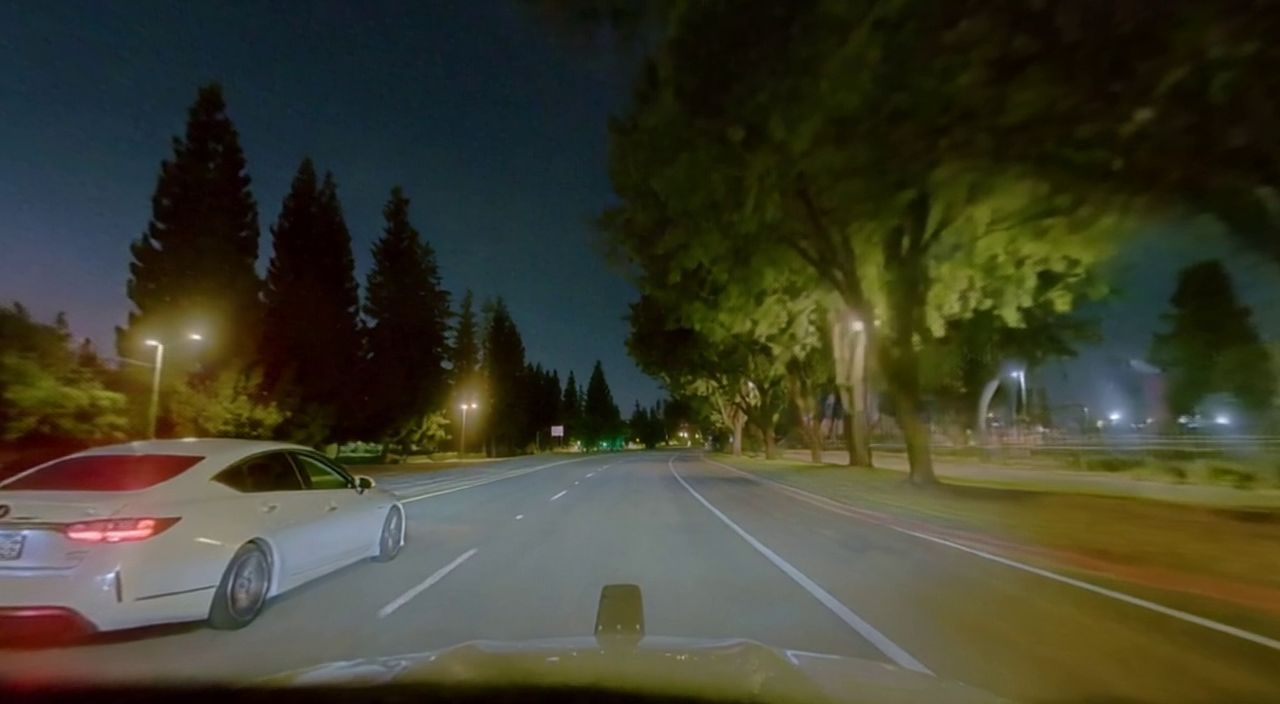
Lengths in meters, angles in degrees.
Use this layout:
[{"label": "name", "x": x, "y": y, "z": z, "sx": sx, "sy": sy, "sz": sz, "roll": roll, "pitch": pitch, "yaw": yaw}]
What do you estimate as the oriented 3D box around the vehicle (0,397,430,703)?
[{"label": "vehicle", "x": -3.408, "y": 1.283, "z": 5.104, "sx": 1.915, "sy": 1.521, "sz": 4.283, "roll": 0, "pitch": -8, "yaw": 0}]
